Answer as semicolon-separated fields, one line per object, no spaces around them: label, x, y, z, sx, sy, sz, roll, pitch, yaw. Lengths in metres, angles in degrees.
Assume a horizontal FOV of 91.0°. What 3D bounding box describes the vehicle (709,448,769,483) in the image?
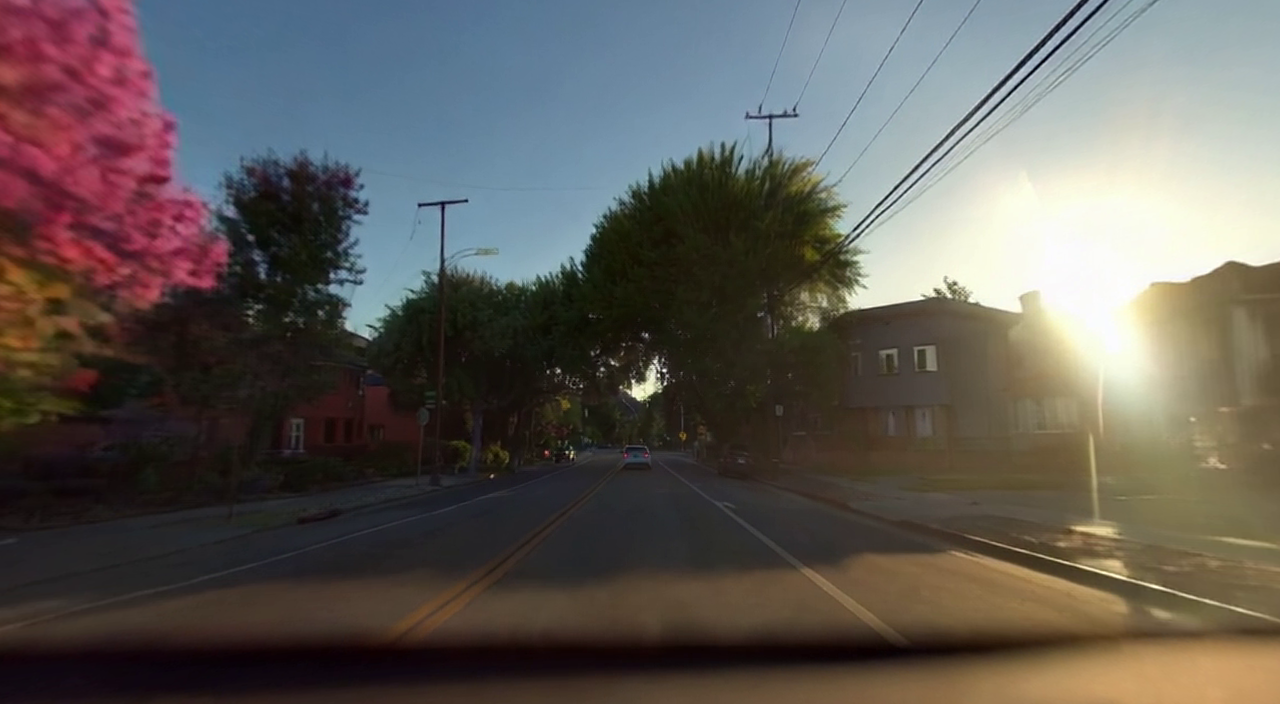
vehicle;4.545;5.278;29.723;1.977;1.481;5.155;0;-8;0

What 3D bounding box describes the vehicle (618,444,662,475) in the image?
vehicle;-0.011;5.499;32.484;2.104;1.500;3.815;0;-8;0
